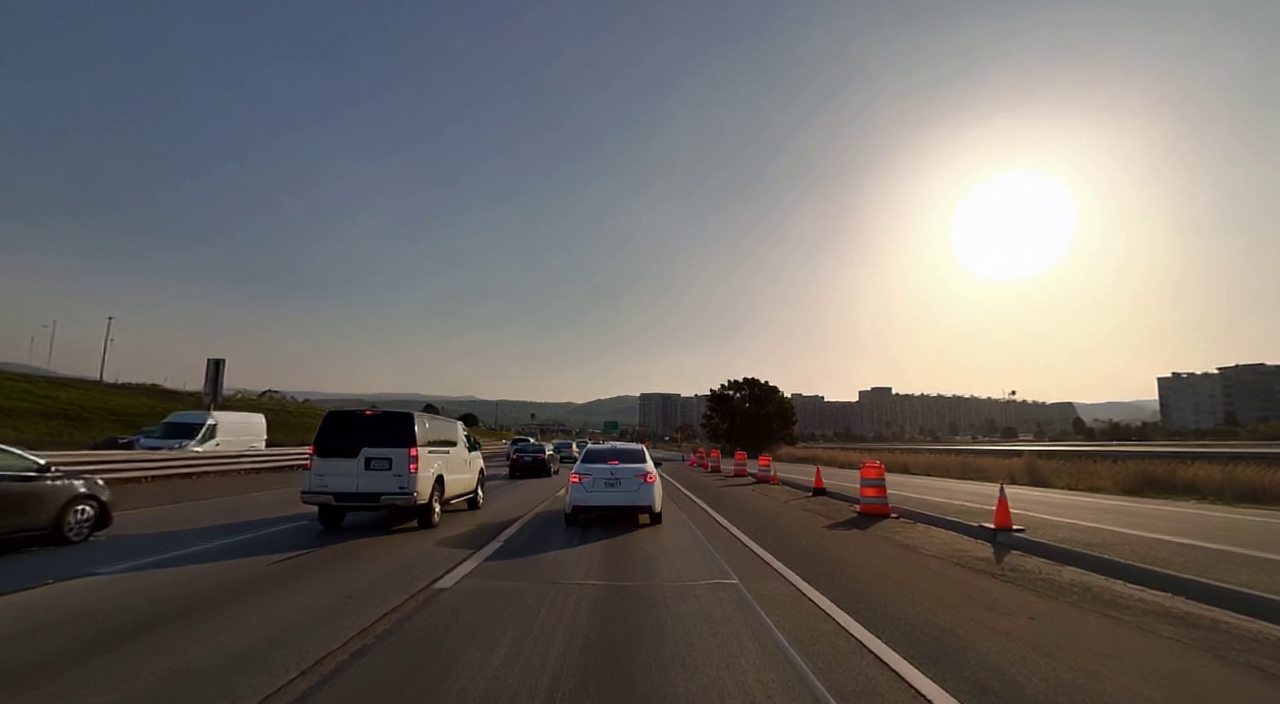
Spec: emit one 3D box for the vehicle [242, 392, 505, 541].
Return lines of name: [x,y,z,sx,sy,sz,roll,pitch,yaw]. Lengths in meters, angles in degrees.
vehicle: [-4.225,1.977,11.494,2.324,2.012,5.740,0,-9,-1]

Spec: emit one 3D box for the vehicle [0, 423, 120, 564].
vehicle: [-7.877,1.429,6.169,1.930,1.506,4.279,0,-9,0]

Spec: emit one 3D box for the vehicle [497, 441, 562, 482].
vehicle: [-4.217,4.216,24.650,1.824,1.459,4.007,0,-9,0]

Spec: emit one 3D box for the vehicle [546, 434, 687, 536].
vehicle: [-0.403,2.255,11.325,2.069,1.484,3.918,0,-9,-2]

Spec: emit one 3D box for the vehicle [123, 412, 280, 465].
vehicle: [-17.698,3.574,26.061,2.480,1.907,6.056,0,-8,-5]
